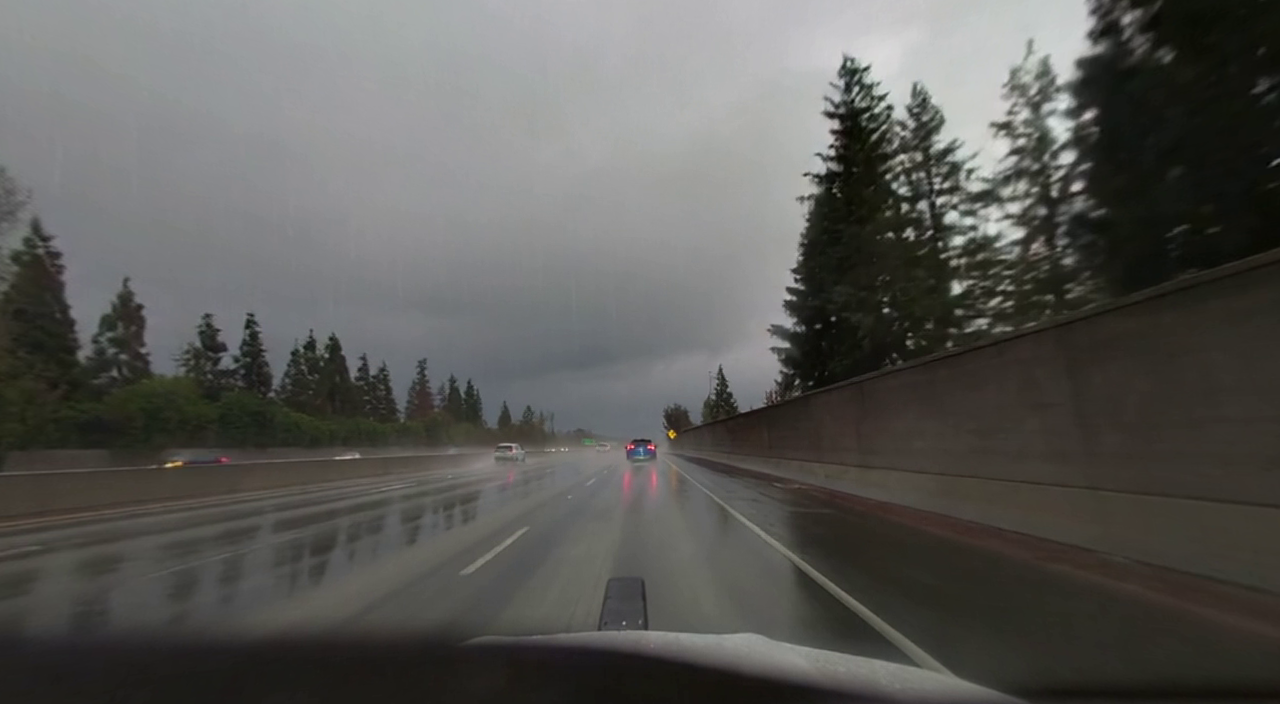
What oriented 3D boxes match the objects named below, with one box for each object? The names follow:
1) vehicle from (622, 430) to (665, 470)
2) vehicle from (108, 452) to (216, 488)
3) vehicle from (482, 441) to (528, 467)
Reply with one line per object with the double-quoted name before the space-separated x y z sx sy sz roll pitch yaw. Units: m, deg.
"vehicle" 0.171 5.666 36.642 2.318 2.145 4.561 0 -8 0
"vehicle" -23.652 5.826 31.467 2.009 1.556 4.207 -1 -8 1
"vehicle" -9.836 7.482 46.404 2.204 1.770 5.016 -1 -8 1
